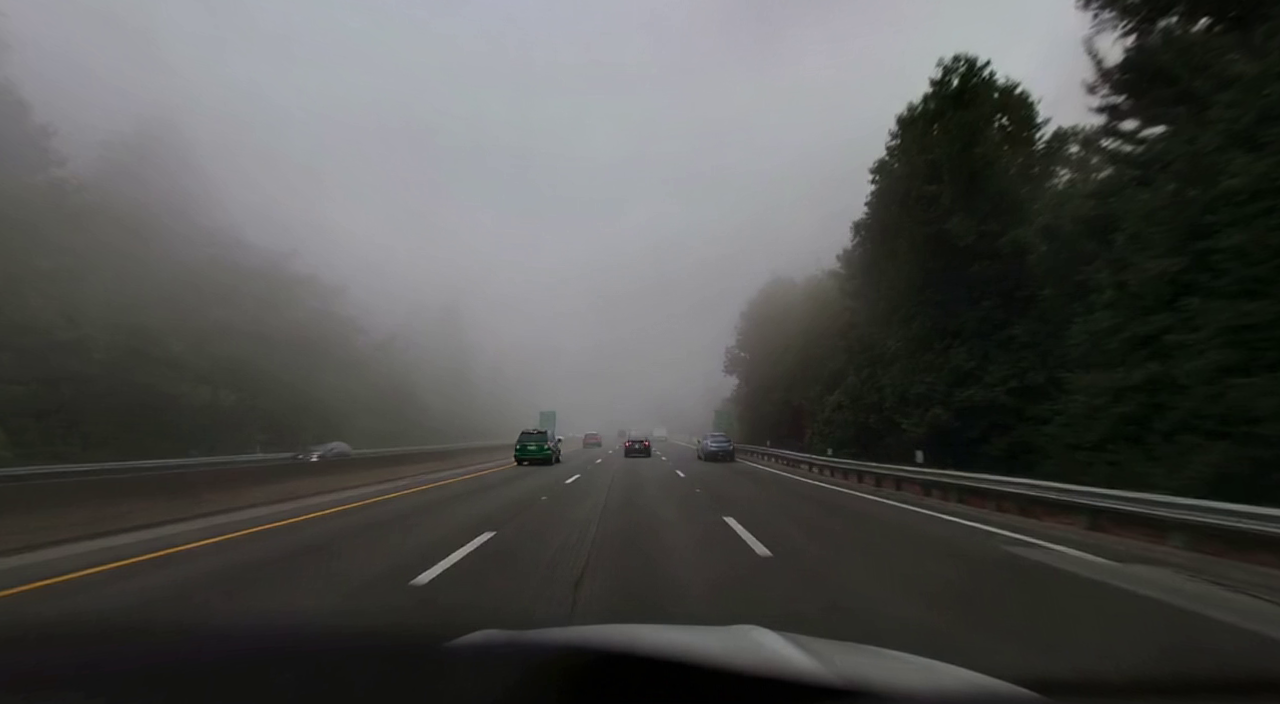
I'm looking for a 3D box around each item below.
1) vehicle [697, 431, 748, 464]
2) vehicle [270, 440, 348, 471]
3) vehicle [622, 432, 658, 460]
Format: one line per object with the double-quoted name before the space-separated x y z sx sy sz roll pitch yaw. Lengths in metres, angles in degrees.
"vehicle" 3.904 4.573 30.452 1.841 1.491 3.869 0 -8 -1
"vehicle" -16.592 5.165 31.834 1.824 1.441 3.816 0 -8 0
"vehicle" -0.030 5.194 35.117 1.869 1.466 3.356 0 -8 -1
